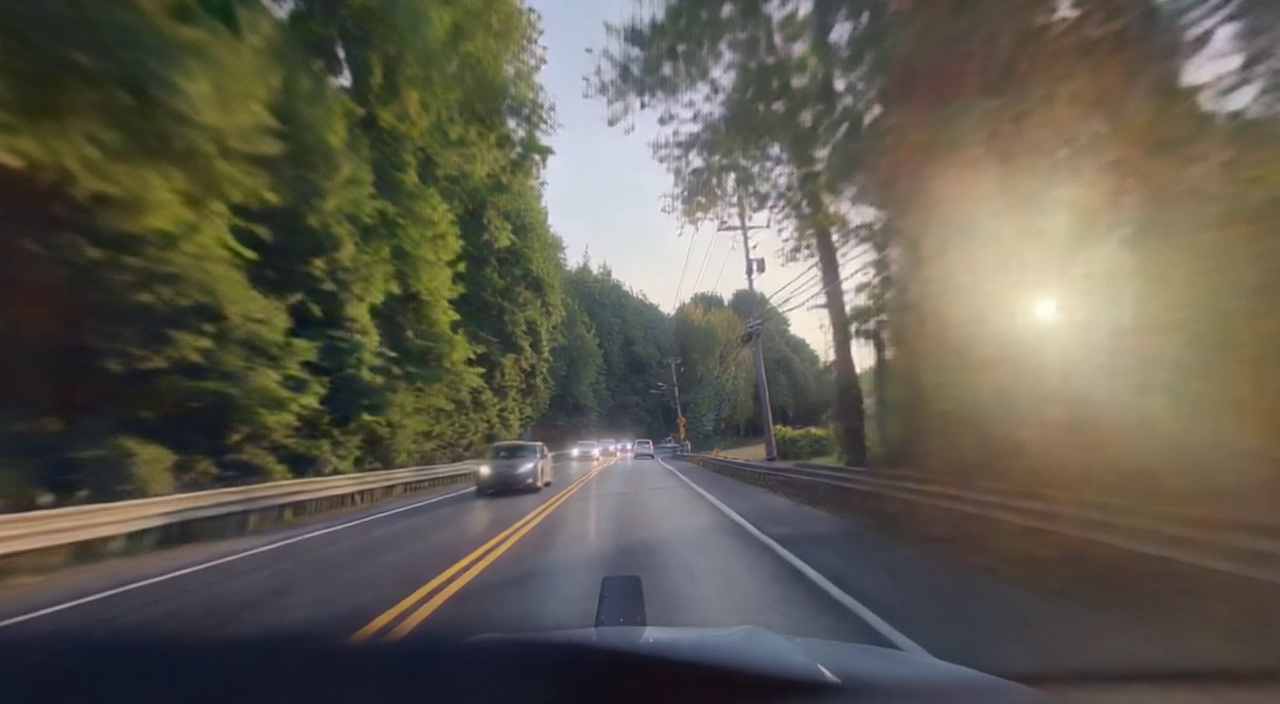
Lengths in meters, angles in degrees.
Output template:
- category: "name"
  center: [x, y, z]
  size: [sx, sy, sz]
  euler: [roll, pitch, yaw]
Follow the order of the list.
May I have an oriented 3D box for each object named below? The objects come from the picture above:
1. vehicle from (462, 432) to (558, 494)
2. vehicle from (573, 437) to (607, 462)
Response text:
- category: "vehicle"
  center: [-3.927, 3.444, 19.902]
  size: [2.155, 1.727, 4.142]
  euler: [0, -9, 0]
- category: "vehicle"
  center: [-3.608, 7.123, 46.181]
  size: [2.013, 1.743, 4.205]
  euler: [0, -9, 2]
